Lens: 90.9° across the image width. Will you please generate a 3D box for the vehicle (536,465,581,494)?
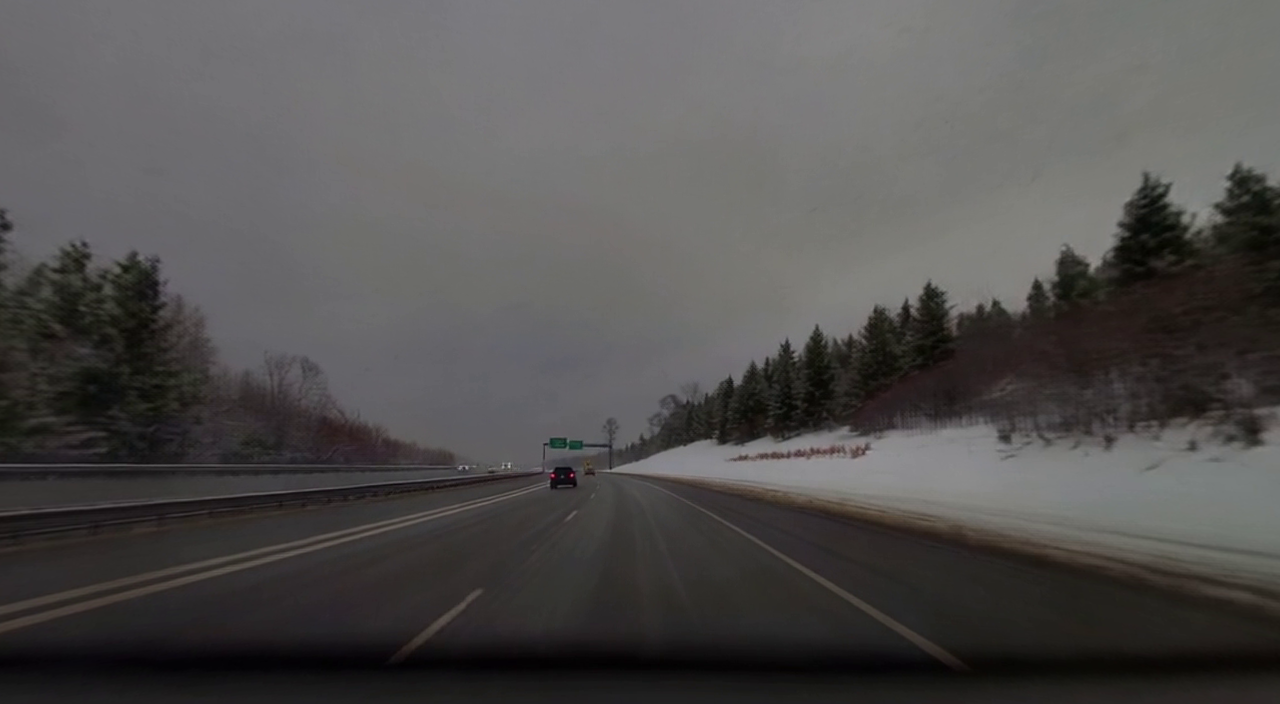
[{"bbox_3d":[-4.645,7.324,36.482,2.115,1.546,4.638,1,-10,-2],"label":"vehicle"}]
